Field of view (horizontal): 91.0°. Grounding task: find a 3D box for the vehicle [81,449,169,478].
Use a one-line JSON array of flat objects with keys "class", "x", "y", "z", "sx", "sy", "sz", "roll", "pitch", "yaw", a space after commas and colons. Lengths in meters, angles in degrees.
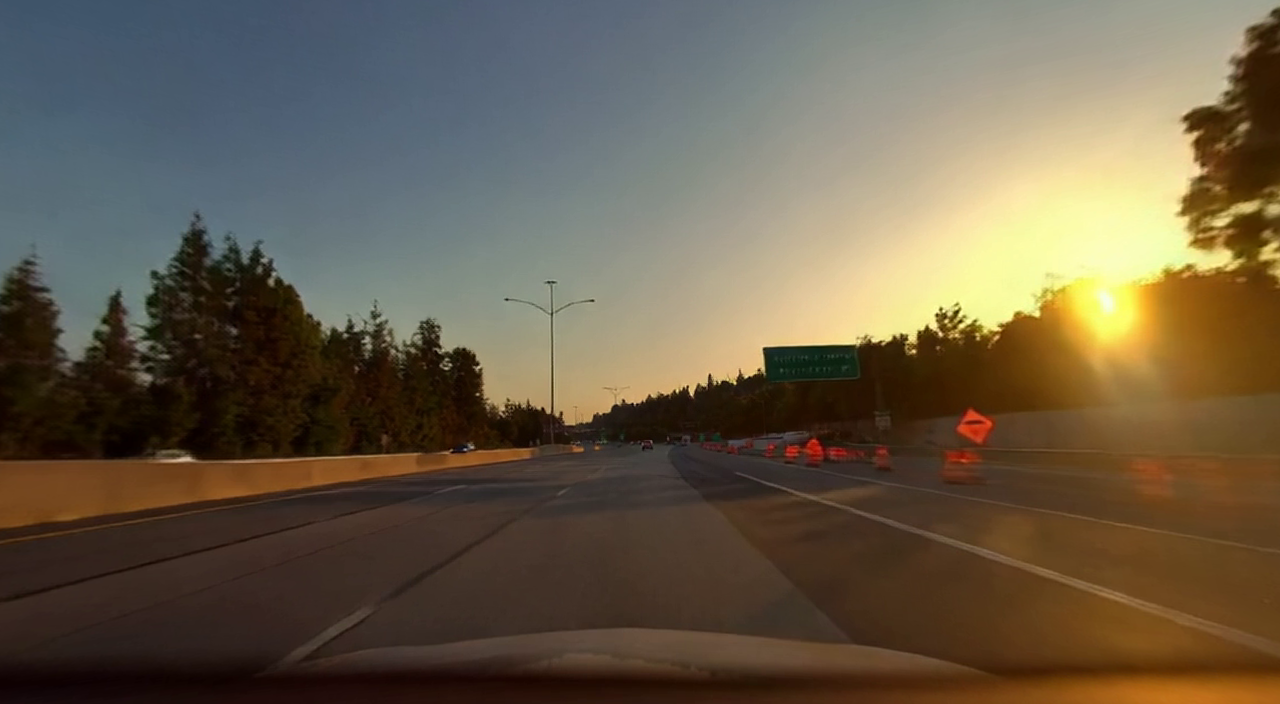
[{"class": "vehicle", "x": -29.804, "y": 6.452, "z": 36.610, "sx": 1.707, "sy": 1.538, "sz": 3.841, "roll": 0, "pitch": -9, "yaw": 3}]
